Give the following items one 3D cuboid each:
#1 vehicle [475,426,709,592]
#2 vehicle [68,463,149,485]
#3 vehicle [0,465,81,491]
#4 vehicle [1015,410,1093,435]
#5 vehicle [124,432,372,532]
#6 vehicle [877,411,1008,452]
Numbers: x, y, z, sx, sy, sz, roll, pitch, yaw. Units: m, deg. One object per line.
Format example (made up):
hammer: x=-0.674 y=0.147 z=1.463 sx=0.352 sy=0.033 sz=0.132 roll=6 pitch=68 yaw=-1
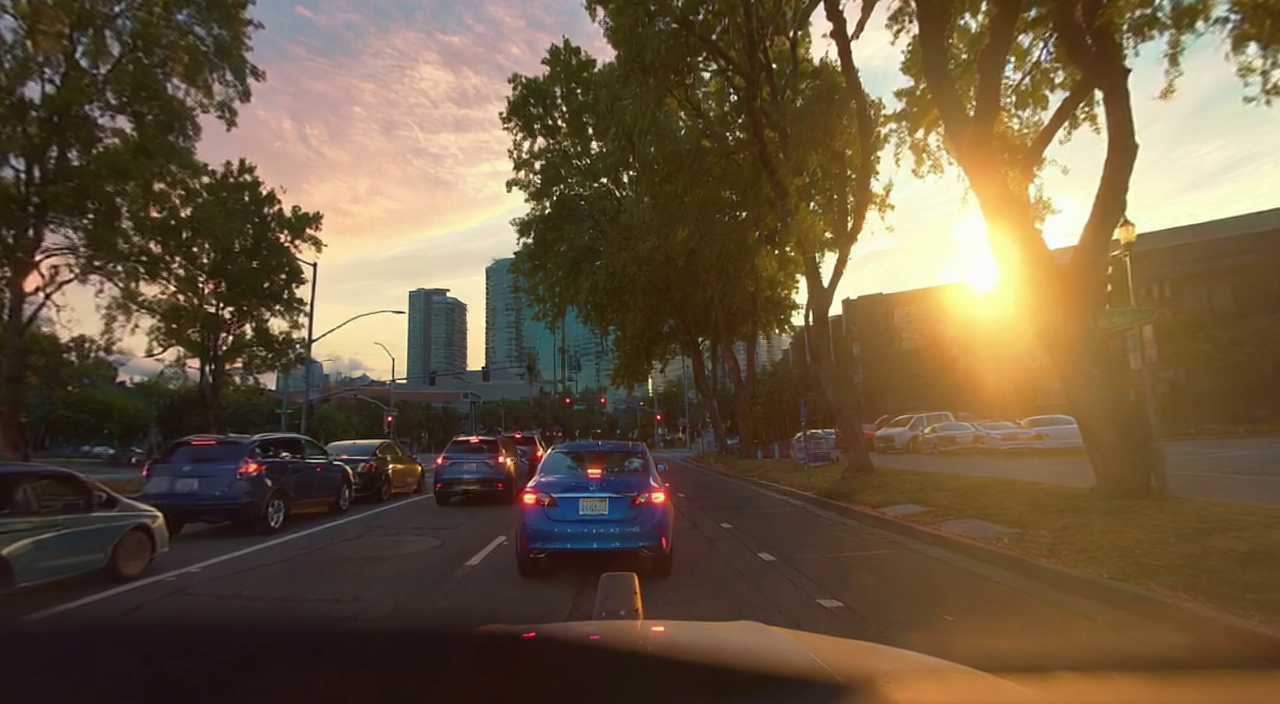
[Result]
vehicle: x=-0.426 y=1.719 z=7.722 sx=2.104 sy=1.472 sz=3.946 roll=0 pitch=-9 yaw=0
vehicle: x=-36.435 y=8.364 z=43.369 sx=3.918 sy=1.423 sz=1.861 roll=0 pitch=-9 yaw=1
vehicle: x=-36.647 y=7.548 z=38.052 sx=4.093 sy=1.440 sz=1.804 roll=0 pitch=-9 yaw=-1
vehicle: x=30.354 y=5.235 z=46.479 sx=4.627 sy=1.671 sz=1.929 roll=-5 pitch=-10 yaw=31
vehicle: x=-7.278 y=2.436 z=12.432 sx=2.096 sy=1.593 sz=4.288 roll=0 pitch=-9 yaw=0
vehicle: x=13.918 y=3.708 z=29.308 sx=4.975 sy=1.809 sz=1.956 roll=0 pitch=-9 yaw=1
